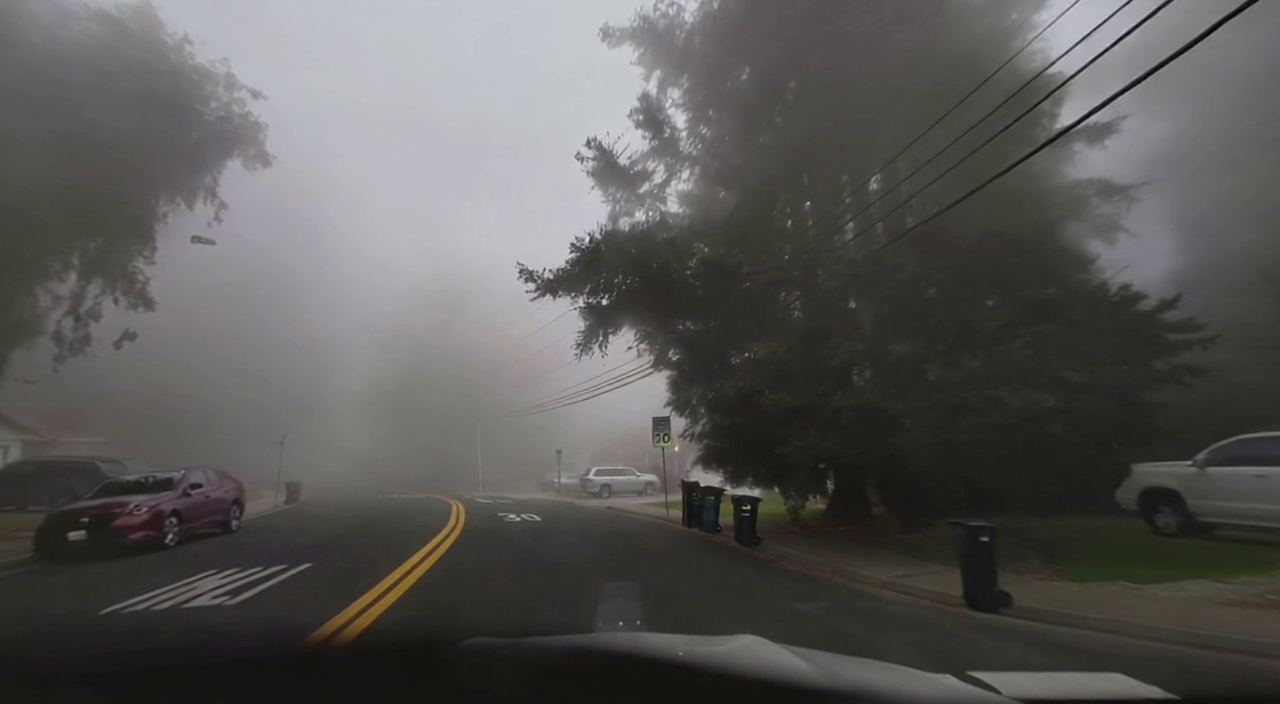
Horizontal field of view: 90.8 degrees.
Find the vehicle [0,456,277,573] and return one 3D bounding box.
[{"bbox_3d":[-8.337,2.621,11.031,1.994,1.515,4.385,2,-9,-10],"label":"vehicle"}]

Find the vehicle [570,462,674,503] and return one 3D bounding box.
[{"bbox_3d":[-0.989,7.155,34.798,5.229,1.790,2.153,0,-11,-23],"label":"vehicle"}]

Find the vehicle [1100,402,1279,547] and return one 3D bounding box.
[{"bbox_3d":[10.117,1.785,9.232,2.332,2.000,5.721,0,-10,-2],"label":"vehicle"}]
